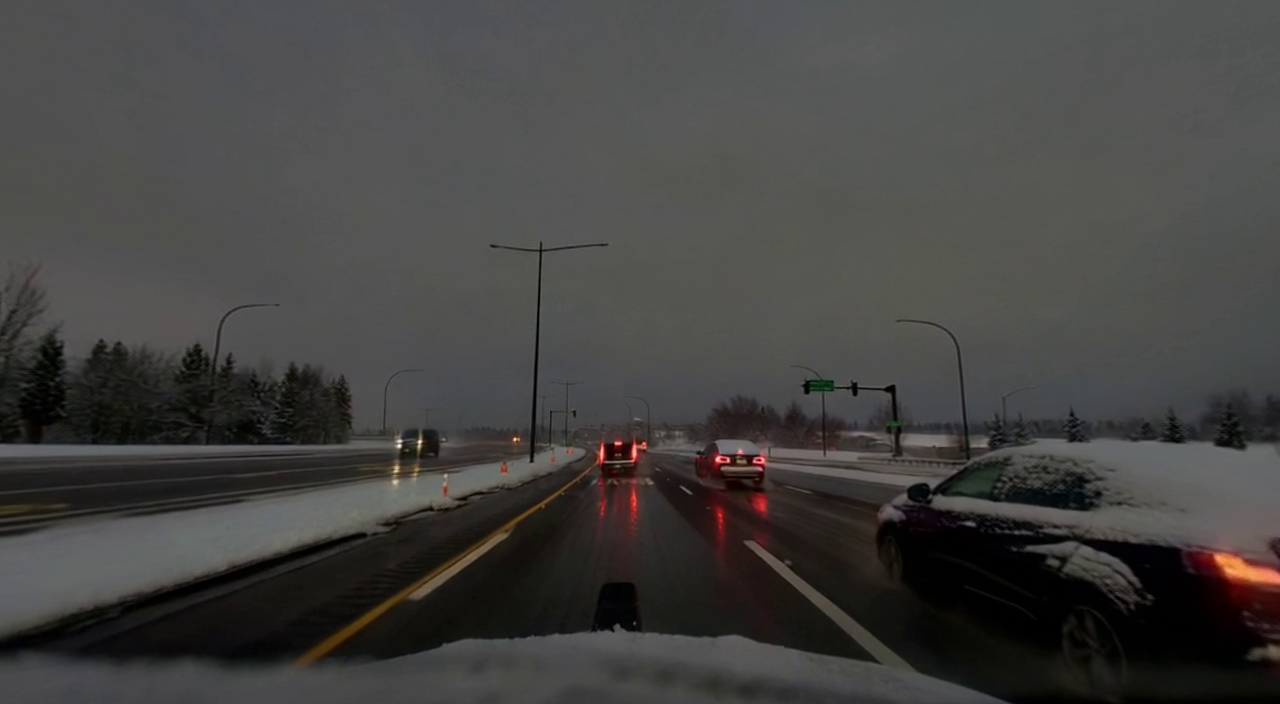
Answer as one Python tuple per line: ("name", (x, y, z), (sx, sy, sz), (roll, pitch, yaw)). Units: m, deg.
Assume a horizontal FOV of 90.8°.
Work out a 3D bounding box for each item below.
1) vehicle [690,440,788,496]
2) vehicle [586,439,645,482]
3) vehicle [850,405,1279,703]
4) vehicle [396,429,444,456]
("vehicle", (2.786, 3.381, 18.853), (2.042, 1.460, 4.451), (0, -8, -2))
("vehicle", (-0.873, 4.103, 24.126), (2.069, 1.470, 4.004), (0, -8, -1))
("vehicle", (3.169, 1.219, 4.213), (1.996, 1.455, 4.281), (0, -8, -1))
("vehicle", (-16.854, 6.969, 48.606), (2.113, 1.925, 4.606), (0, -8, -1))
